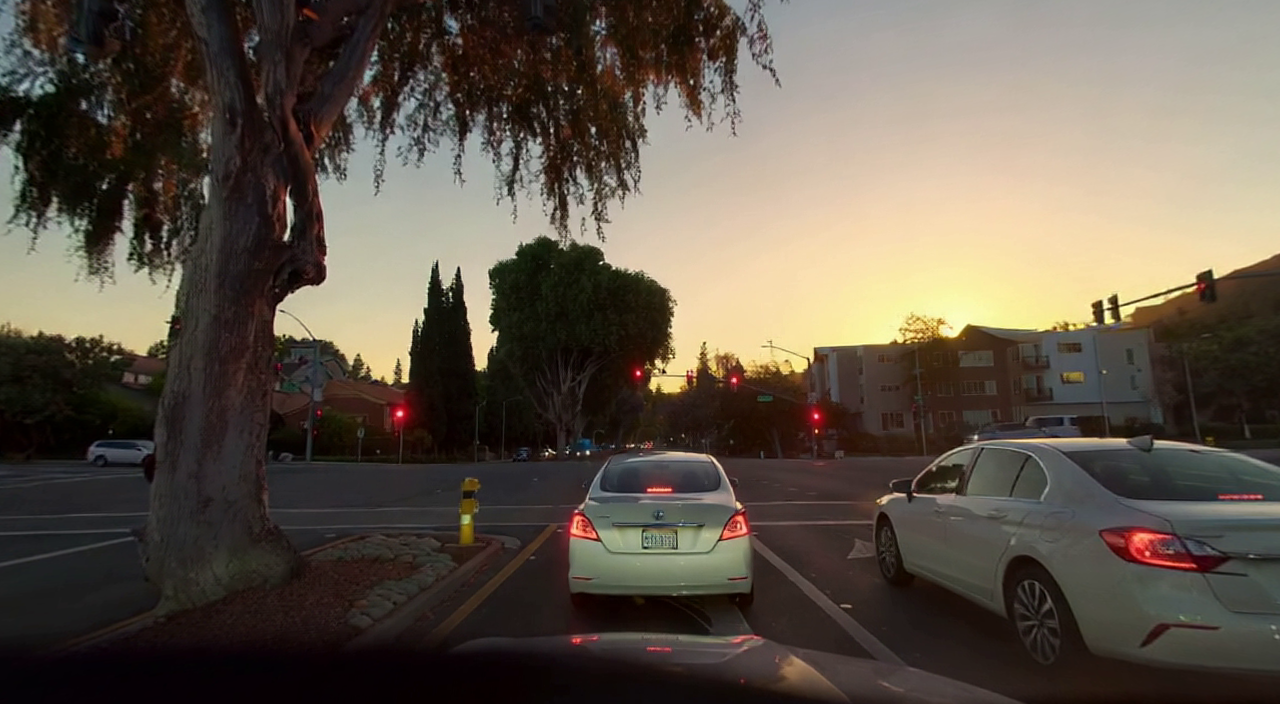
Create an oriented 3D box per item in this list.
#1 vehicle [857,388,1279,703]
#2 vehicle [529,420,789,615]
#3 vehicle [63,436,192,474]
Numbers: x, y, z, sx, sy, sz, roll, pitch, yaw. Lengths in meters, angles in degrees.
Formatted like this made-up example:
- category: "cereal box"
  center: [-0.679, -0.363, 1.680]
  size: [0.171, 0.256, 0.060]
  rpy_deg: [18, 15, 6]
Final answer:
- category: "vehicle"
  center: [3.170, 1.123, 3.893]
  size: [1.931, 1.493, 4.555]
  rpy_deg: [0, -8, -1]
- category: "vehicle"
  center: [0.104, 1.565, 6.880]
  size: [2.017, 1.485, 3.813]
  rpy_deg: [0, -8, -1]
- category: "vehicle"
  center: [-24.267, 4.869, 29.989]
  size: [4.450, 1.684, 1.894]
  rpy_deg: [0, -8, 0]
